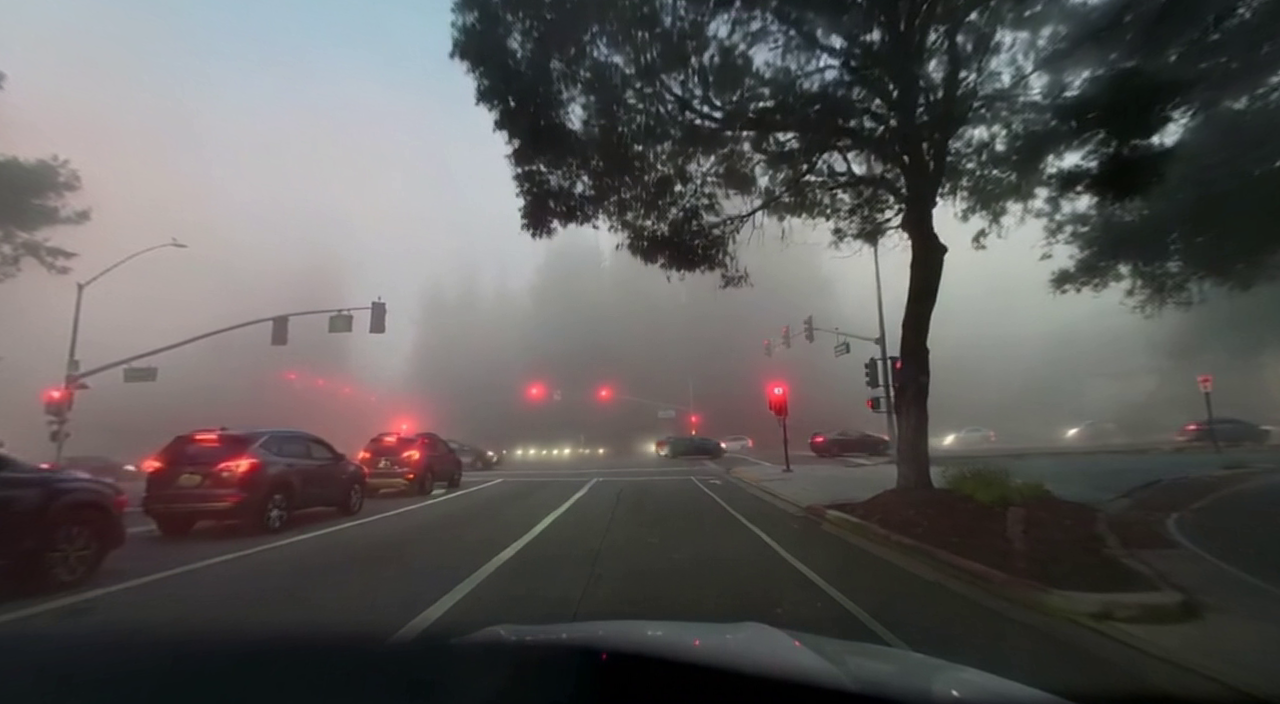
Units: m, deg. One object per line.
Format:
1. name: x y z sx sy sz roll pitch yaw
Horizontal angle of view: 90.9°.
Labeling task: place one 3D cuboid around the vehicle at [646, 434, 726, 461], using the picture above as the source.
1. vehicle: 2.610 5.436 35.864 4.429 1.489 1.773 -1 -9 6

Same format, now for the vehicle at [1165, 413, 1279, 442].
1. vehicle: 34.042 4.439 36.931 4.568 1.605 1.886 -1 -9 5

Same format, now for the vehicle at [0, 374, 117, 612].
1. vehicle: -6.570 0.912 3.622 2.381 1.961 5.407 0 -9 1

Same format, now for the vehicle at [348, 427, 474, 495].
1. vehicle: -6.412 3.143 18.311 1.785 1.678 4.729 0 -9 1

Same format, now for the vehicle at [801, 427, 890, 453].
1. vehicle: 12.487 5.428 38.631 4.836 1.508 1.875 -1 -9 6

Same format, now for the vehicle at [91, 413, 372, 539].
1. vehicle: -6.675 2.101 11.088 1.967 1.741 4.385 0 -9 0
